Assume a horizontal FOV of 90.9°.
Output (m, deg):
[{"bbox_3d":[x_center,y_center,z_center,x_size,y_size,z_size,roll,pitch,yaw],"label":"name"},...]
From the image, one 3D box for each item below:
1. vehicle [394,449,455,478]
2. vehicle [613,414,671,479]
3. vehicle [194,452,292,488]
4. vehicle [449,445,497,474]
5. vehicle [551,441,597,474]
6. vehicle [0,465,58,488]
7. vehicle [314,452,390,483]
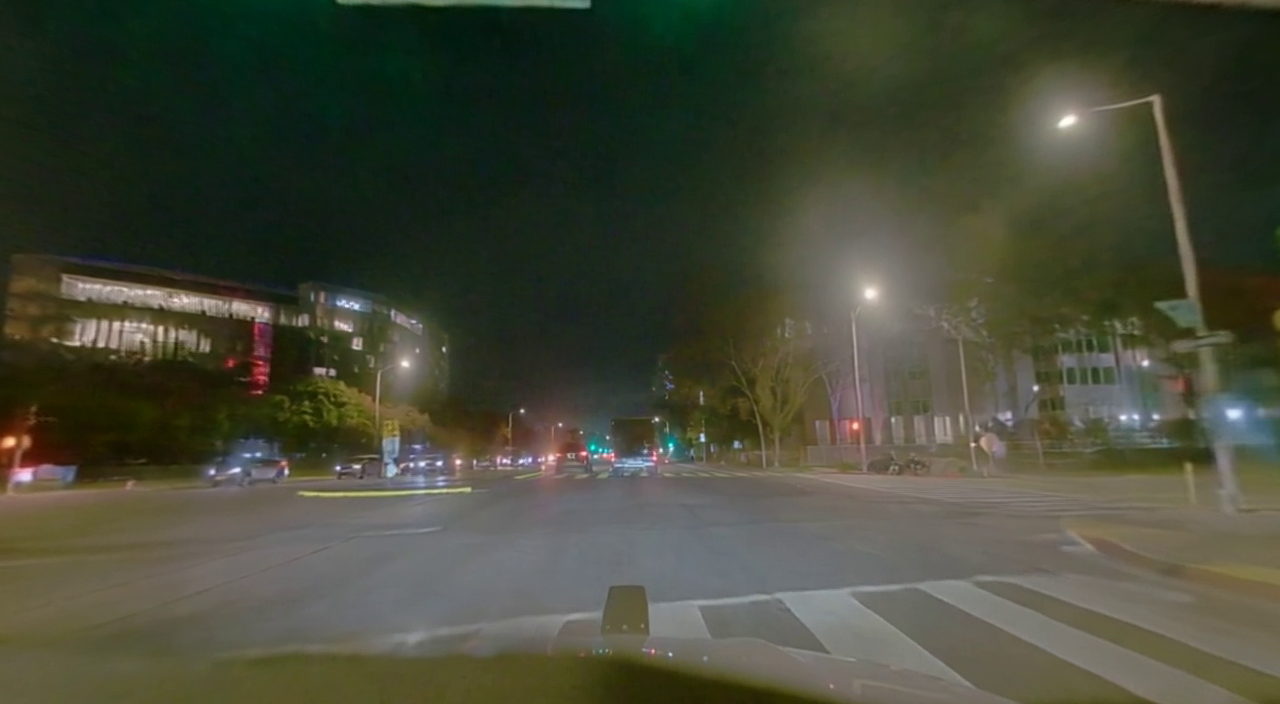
[{"bbox_3d":[-12.900,6.678,38.066,1.960,1.627,4.784,0,-8,1],"label":"vehicle"},{"bbox_3d":[-0.058,5.375,36.088,2.843,3.120,10.422,0,-8,-2],"label":"vehicle"},{"bbox_3d":[-22.244,6.574,35.587,2.017,1.785,5.092,-1,-8,3],"label":"vehicle"},{"bbox_3d":[-12.426,7.995,47.183,2.068,1.747,5.040,-4,-7,1],"label":"vehicle"},{"bbox_3d":[-3.901,6.332,38.091,2.184,1.830,4.890,0,-8,0],"label":"vehicle"},{"bbox_3d":[-45.627,9.041,45.913,4.244,1.536,2.065,0,-8,-3],"label":"vehicle"},{"bbox_3d":[-16.249,6.524,35.885,2.022,1.442,4.853,-4,-8,1],"label":"vehicle"}]
